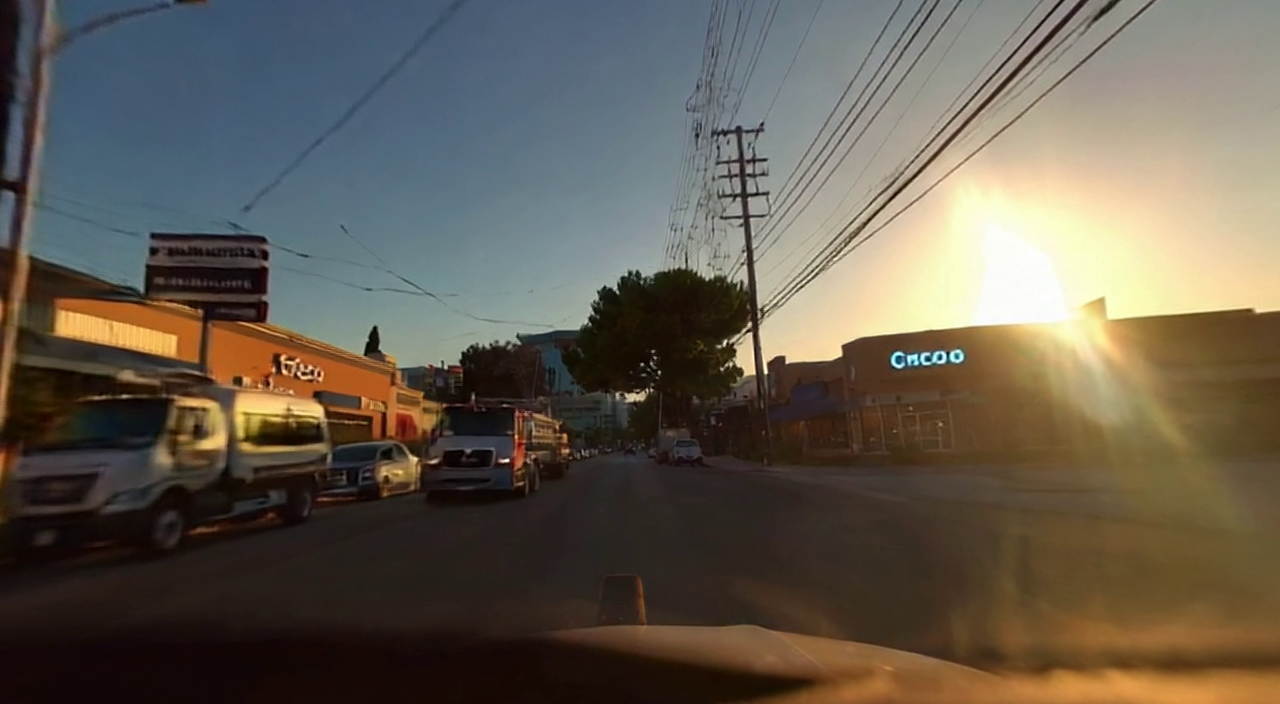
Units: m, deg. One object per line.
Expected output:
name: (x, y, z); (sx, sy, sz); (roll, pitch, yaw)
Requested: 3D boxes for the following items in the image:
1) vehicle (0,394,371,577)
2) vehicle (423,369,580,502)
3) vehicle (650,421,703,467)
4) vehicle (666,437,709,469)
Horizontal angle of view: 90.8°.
vehicle: (-8.091, 2.240, 11.866); (2.737, 2.345, 7.210); (0, -8, 1)
vehicle: (-4.042, 2.934, 21.982); (2.994, 3.308, 12.131); (0, -8, -1)
vehicle: (2.682, 7.075, 49.518); (3.011, 3.127, 8.608); (-3, -6, -4)
vehicle: (2.836, 6.172, 38.813); (2.097, 1.784, 4.915); (0, -8, -2)
